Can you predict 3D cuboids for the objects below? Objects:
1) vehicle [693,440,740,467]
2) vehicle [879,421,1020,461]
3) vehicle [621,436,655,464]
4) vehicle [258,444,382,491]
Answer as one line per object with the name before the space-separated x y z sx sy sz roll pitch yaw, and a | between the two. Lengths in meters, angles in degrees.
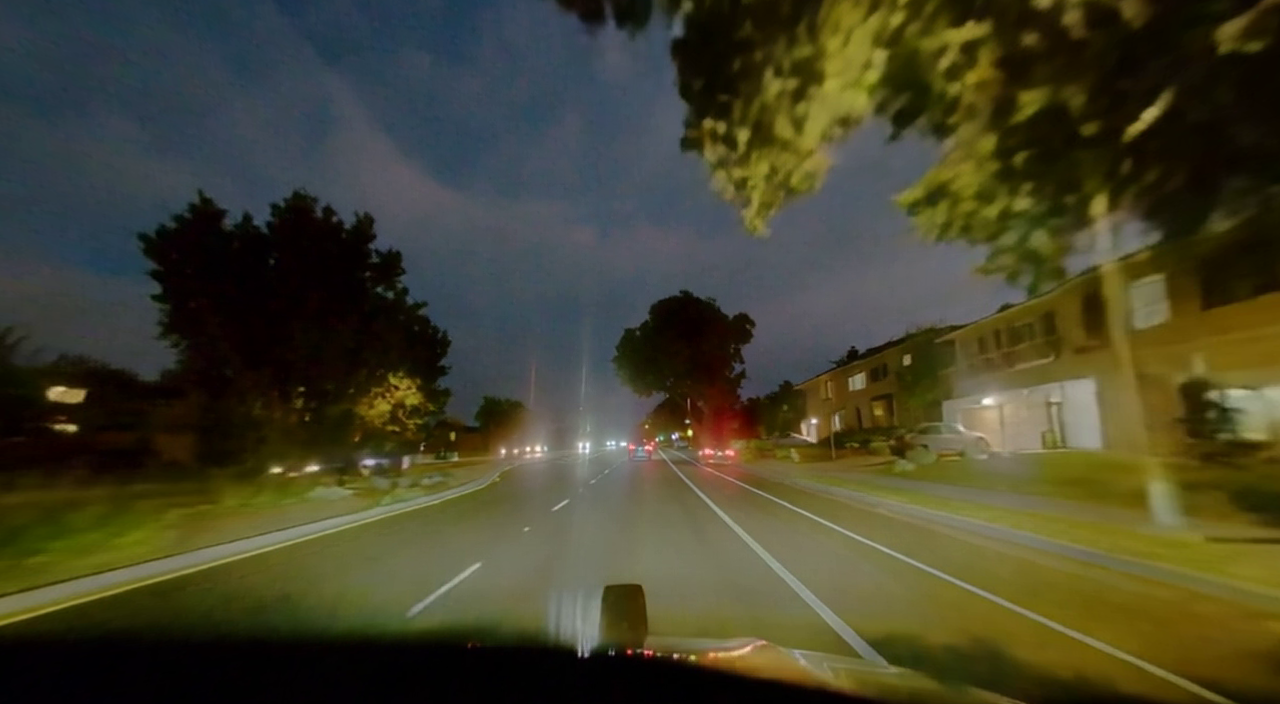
vehicle | 4.375 5.879 36.733 2.080 1.469 4.898 0 -8 -1
vehicle | 12.661 3.678 26.041 4.720 1.535 2.079 0 -9 3
vehicle | -0.123 6.242 40.262 2.024 1.655 4.301 0 -8 0
vehicle | -11.460 4.125 23.056 2.003 1.457 4.762 -2 -8 1
